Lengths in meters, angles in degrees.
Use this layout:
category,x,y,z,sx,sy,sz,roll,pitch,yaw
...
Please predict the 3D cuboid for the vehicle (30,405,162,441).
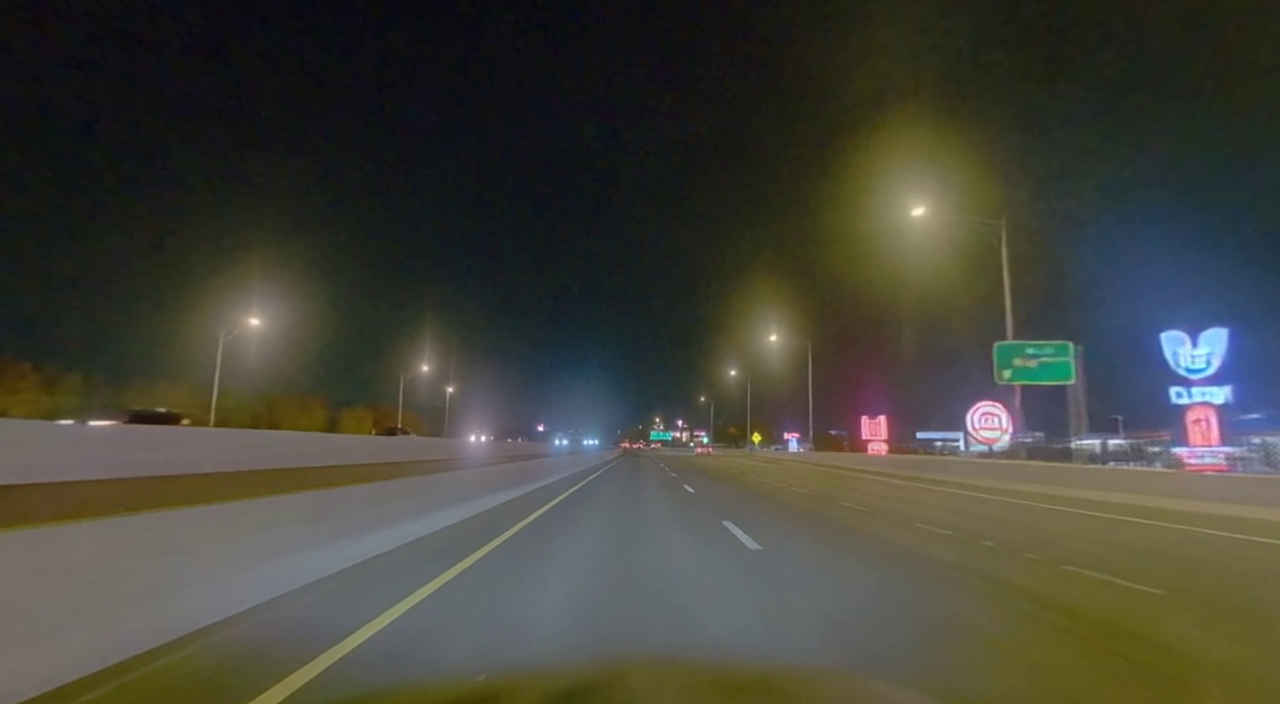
category,x,y,z,sx,sy,sz,roll,pitch,yaw
vehicle,-25.472,3.411,29.823,1.984,1.512,4.760,0,-9,0
